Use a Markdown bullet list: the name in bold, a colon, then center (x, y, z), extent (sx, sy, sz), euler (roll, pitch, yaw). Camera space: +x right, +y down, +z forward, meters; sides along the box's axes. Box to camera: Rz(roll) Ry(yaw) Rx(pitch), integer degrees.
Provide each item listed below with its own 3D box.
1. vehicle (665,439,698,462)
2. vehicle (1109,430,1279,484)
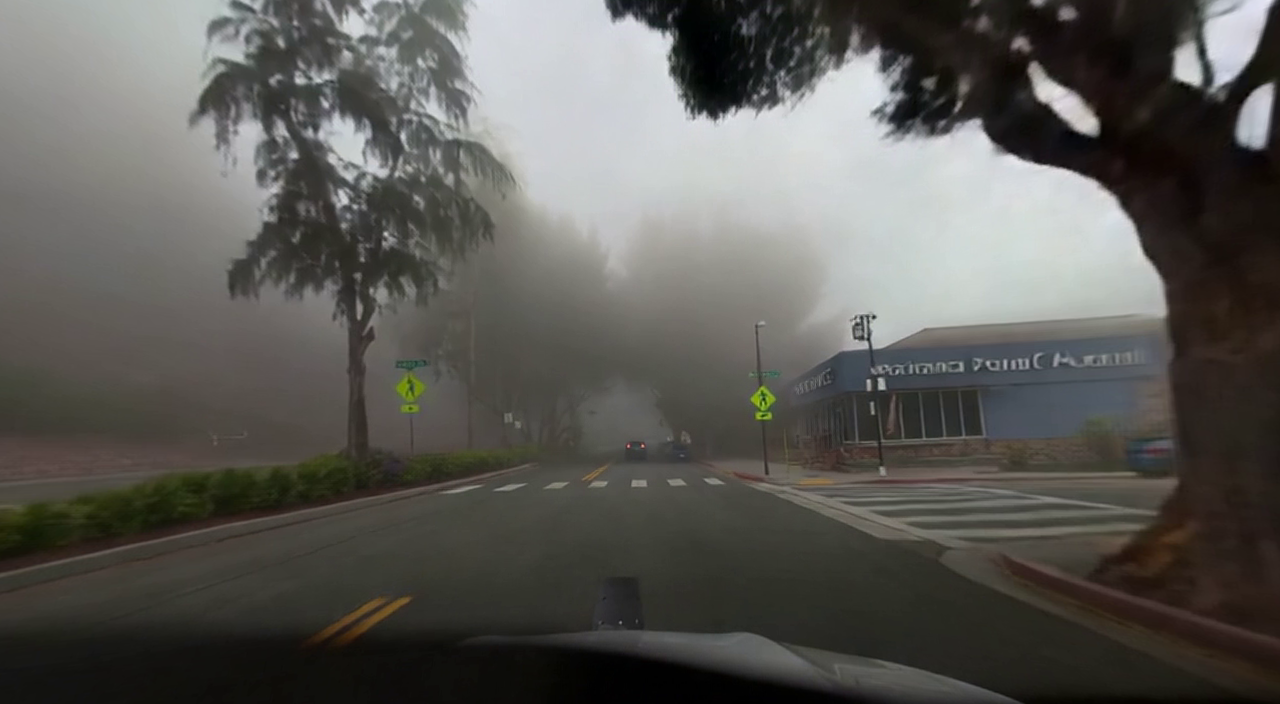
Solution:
- **vehicle**: center (2.985, 7.147, 45.916), extent (2.152, 1.527, 4.010), euler (0, -9, 0)
- **vehicle**: center (16.693, 2.996, 18.193), extent (4.563, 1.457, 2.139), euler (-1, -8, 6)
